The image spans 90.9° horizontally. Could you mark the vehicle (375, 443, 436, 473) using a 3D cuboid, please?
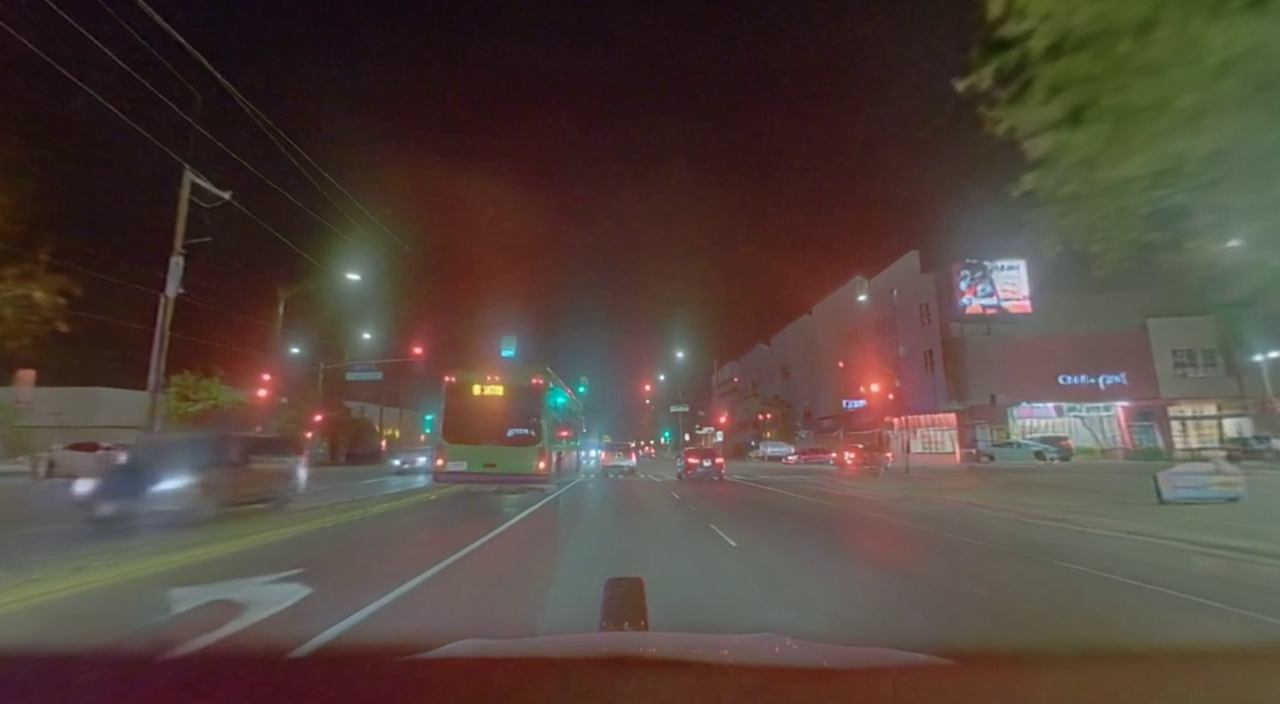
[{"bbox_3d":[-13.780,6.228,37.300,2.072,1.675,4.190,0,-8,-2],"label":"vehicle"}]

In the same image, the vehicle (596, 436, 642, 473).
[{"bbox_3d":[-1.183,5.531,34.229,2.301,1.837,4.411,0,-8,-3],"label":"vehicle"}]

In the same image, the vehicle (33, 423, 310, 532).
[{"bbox_3d":[-8.779,2.361,12.491,2.157,1.731,4.433,0,-8,-2],"label":"vehicle"}]

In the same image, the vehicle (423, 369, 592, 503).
[{"bbox_3d":[-3.708,3.036,22.172,3.018,3.217,13.998,0,-8,0],"label":"vehicle"}]

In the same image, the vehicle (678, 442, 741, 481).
[{"bbox_3d":[2.857,4.593,26.765,2.046,1.540,3.883,0,-8,-3],"label":"vehicle"}]
